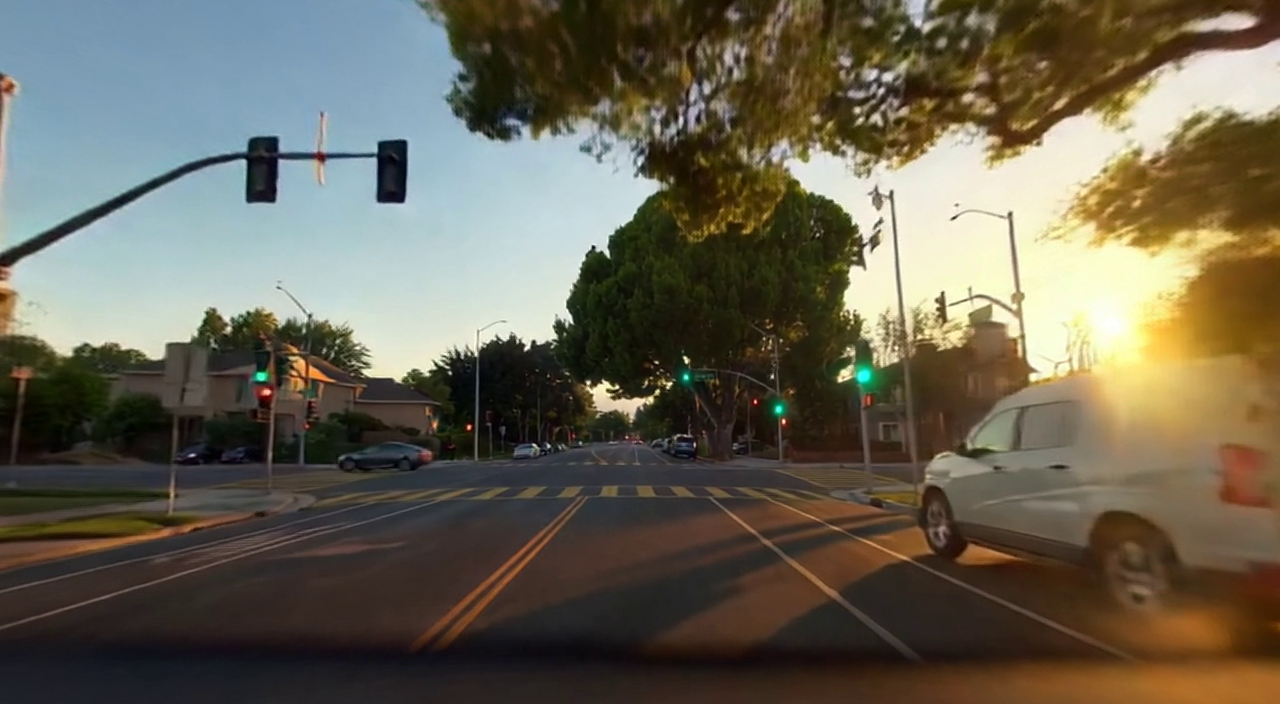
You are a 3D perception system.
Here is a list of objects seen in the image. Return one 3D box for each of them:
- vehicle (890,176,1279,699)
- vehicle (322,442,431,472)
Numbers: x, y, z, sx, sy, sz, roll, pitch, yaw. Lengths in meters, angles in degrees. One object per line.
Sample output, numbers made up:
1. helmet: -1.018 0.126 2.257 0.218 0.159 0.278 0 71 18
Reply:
1. vehicle: 4.549 0.771 5.702 2.398 2.806 4.857 0 -8 -1
2. vehicle: -13.236 5.280 31.852 4.606 1.452 1.917 0 -8 1
